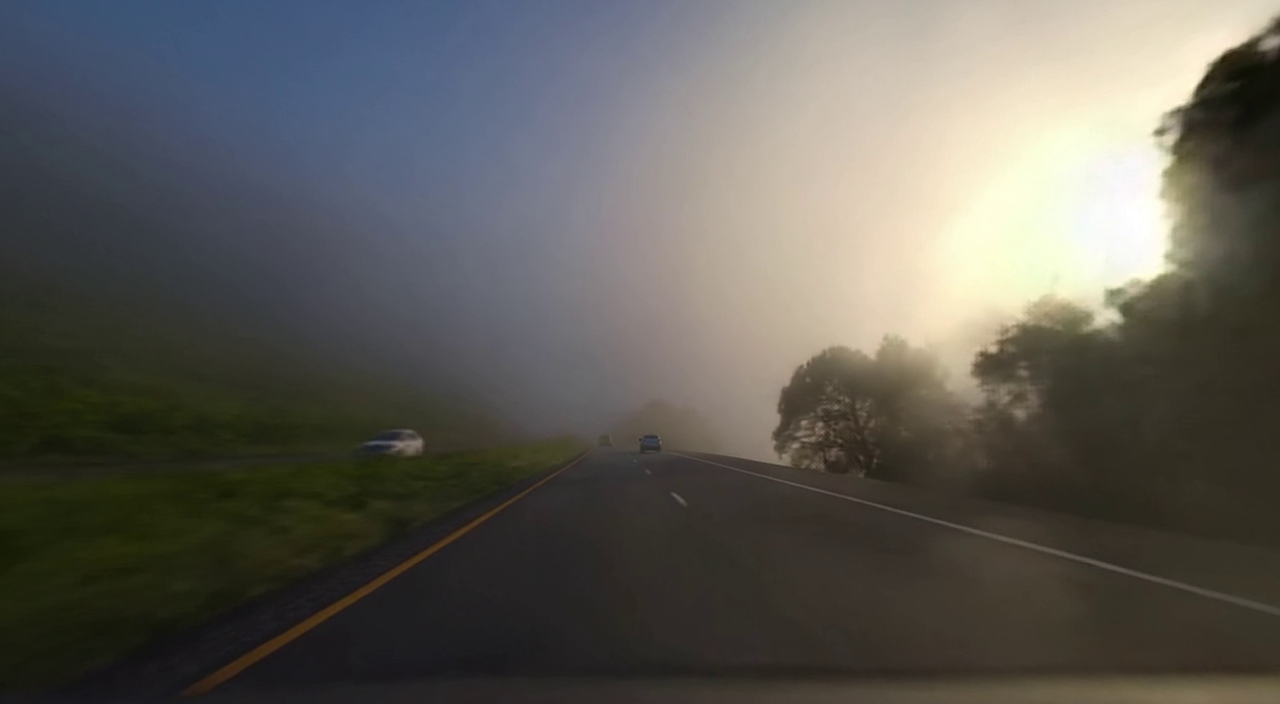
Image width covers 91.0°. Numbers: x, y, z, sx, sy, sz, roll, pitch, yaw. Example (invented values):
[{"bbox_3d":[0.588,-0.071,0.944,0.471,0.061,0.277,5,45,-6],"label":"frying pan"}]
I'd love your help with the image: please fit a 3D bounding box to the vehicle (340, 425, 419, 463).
[{"bbox_3d":[-12.883,4.596,31.462,2.143,1.728,4.574,0,-8,-3],"label":"vehicle"}]
